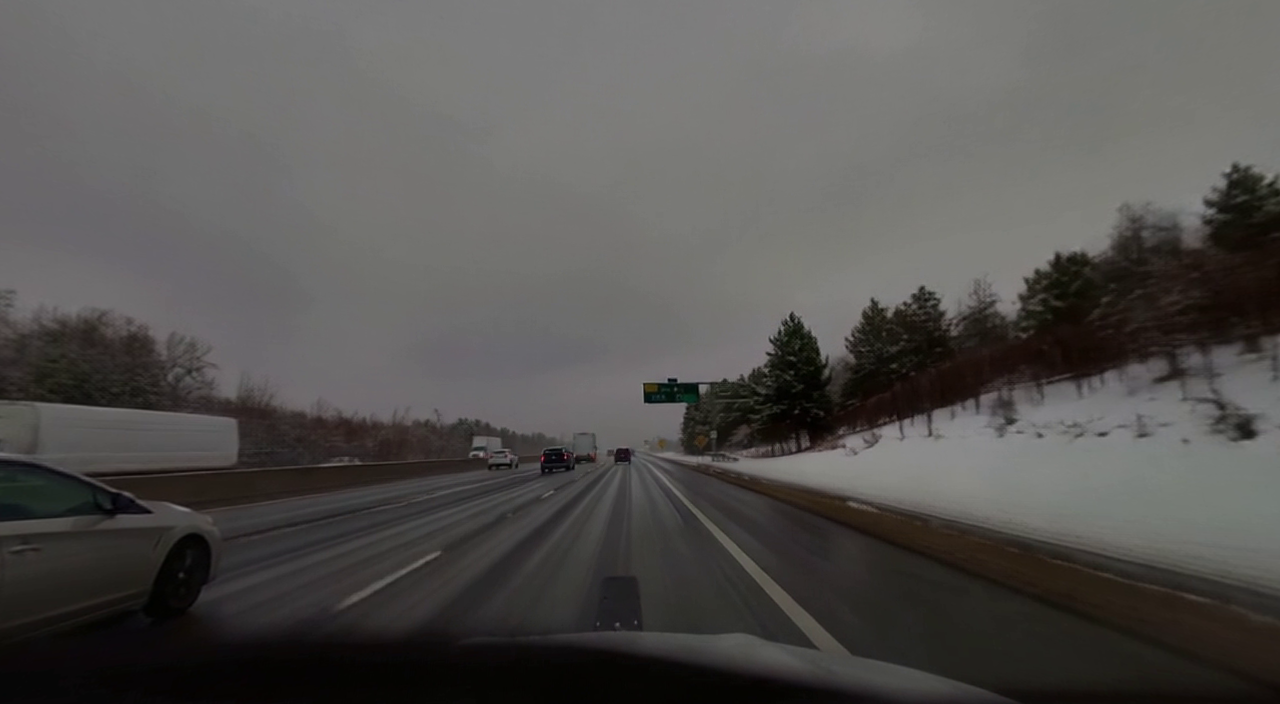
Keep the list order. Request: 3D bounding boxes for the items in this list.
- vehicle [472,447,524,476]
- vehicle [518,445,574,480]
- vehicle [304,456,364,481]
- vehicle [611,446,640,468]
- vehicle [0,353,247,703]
[{"bbox_3d":[-7.782,6.011,34.632,1.936,1.516,3.904,0,-9,0],"label":"vehicle"},{"bbox_3d":[-4.251,5.081,29.002,1.988,1.477,4.118,0,-9,0],"label":"vehicle"},{"bbox_3d":[-20.513,7.818,42.223,1.910,1.488,4.379,0,-9,-1],"label":"vehicle"},{"bbox_3d":[-1.056,7.635,45.632,2.023,1.479,3.718,0,-9,-1],"label":"vehicle"},{"bbox_3d":[-4.072,0.832,2.486,2.074,1.779,4.588,0,-9,-1],"label":"vehicle"}]
